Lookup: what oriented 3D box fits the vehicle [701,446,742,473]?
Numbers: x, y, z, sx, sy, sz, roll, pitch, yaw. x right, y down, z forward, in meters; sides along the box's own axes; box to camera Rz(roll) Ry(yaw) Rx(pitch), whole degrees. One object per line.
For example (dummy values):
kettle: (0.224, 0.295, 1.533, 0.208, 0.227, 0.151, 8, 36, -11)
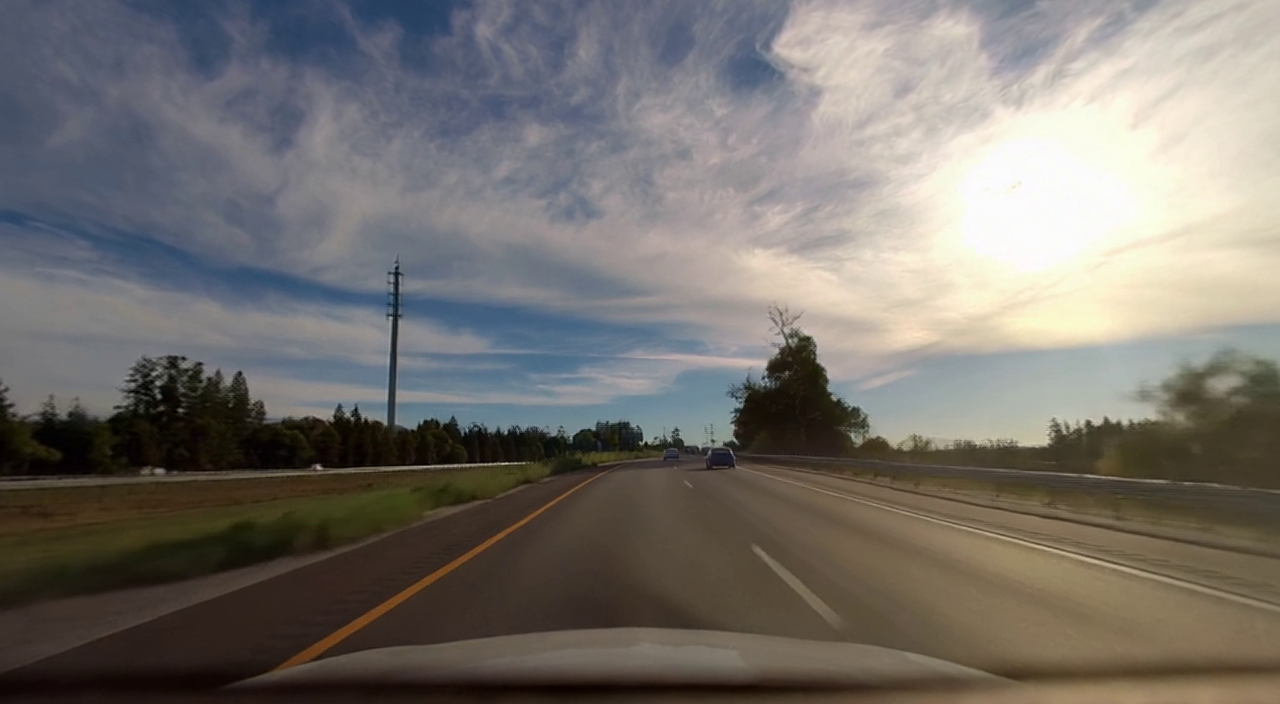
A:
vehicle: (4.875, 6.478, 38.146, 2.030, 1.526, 4.165, 0, -9, 2)
